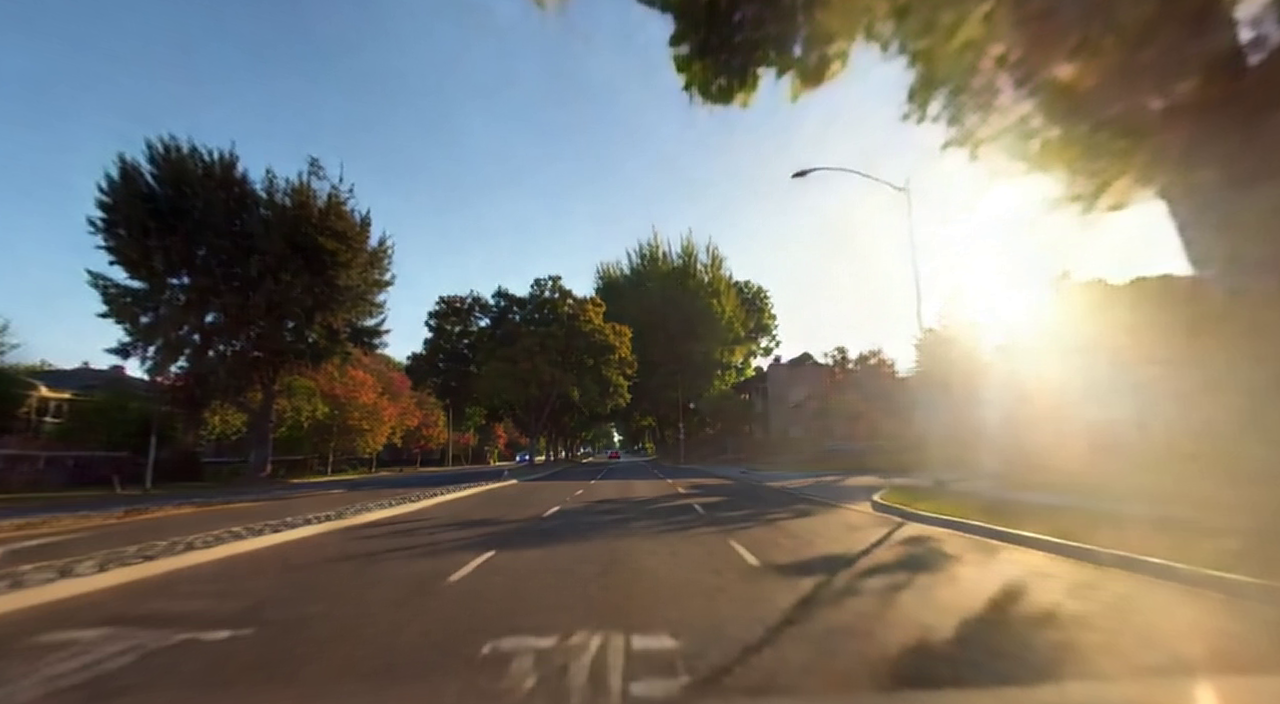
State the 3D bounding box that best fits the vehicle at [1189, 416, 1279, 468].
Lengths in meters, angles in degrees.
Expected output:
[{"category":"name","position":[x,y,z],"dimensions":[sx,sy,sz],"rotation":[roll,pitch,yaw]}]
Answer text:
[{"category":"vehicle","position":[20.084,2.863,20.244],"dimensions":[1.742,1.545,3.453],"rotation":[0,-7,-1]}]
